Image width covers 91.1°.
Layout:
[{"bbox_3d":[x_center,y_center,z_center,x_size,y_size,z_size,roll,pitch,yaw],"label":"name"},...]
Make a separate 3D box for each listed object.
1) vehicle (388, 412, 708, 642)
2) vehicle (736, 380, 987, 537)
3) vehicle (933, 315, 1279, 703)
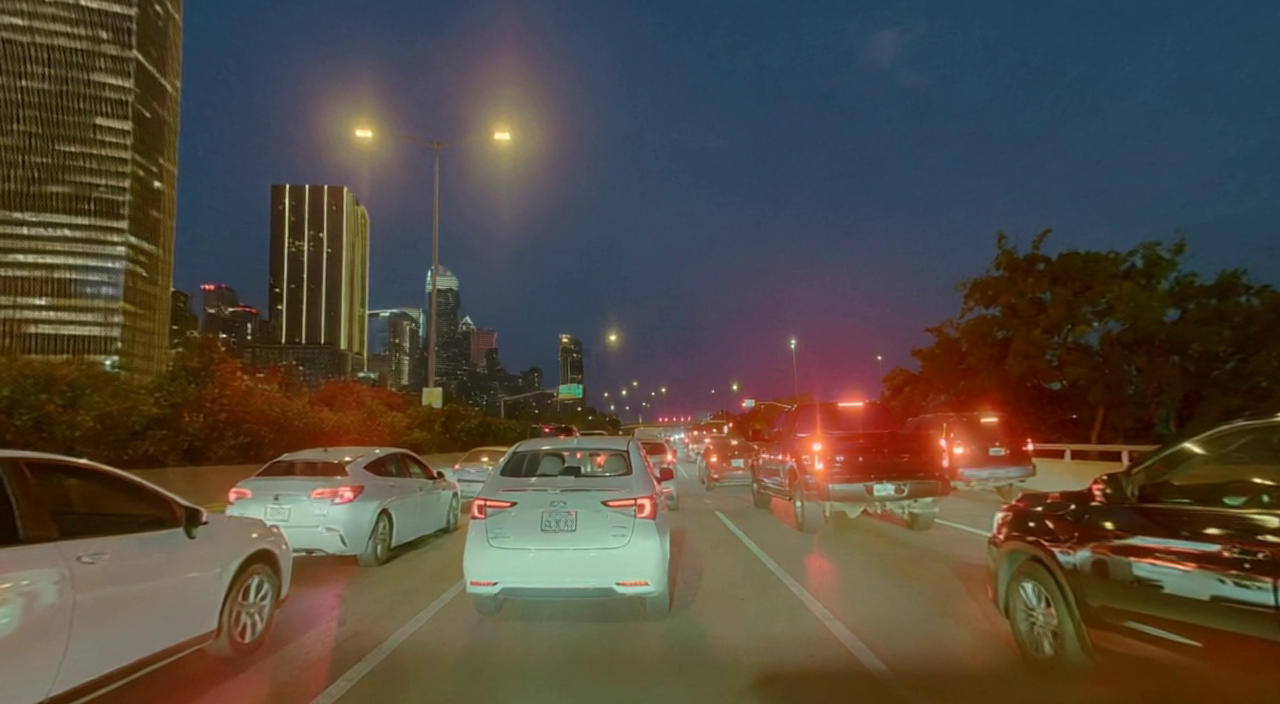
[{"bbox_3d":[-0.570,1.502,6.446,2.172,1.536,4.250,0,-9,2],"label":"vehicle"},{"bbox_3d":[3.538,1.917,11.764,2.497,2.186,5.890,0,-9,0],"label":"vehicle"},{"bbox_3d":[3.162,0.764,2.215,2.024,1.723,4.714,0,-9,1],"label":"vehicle"}]
